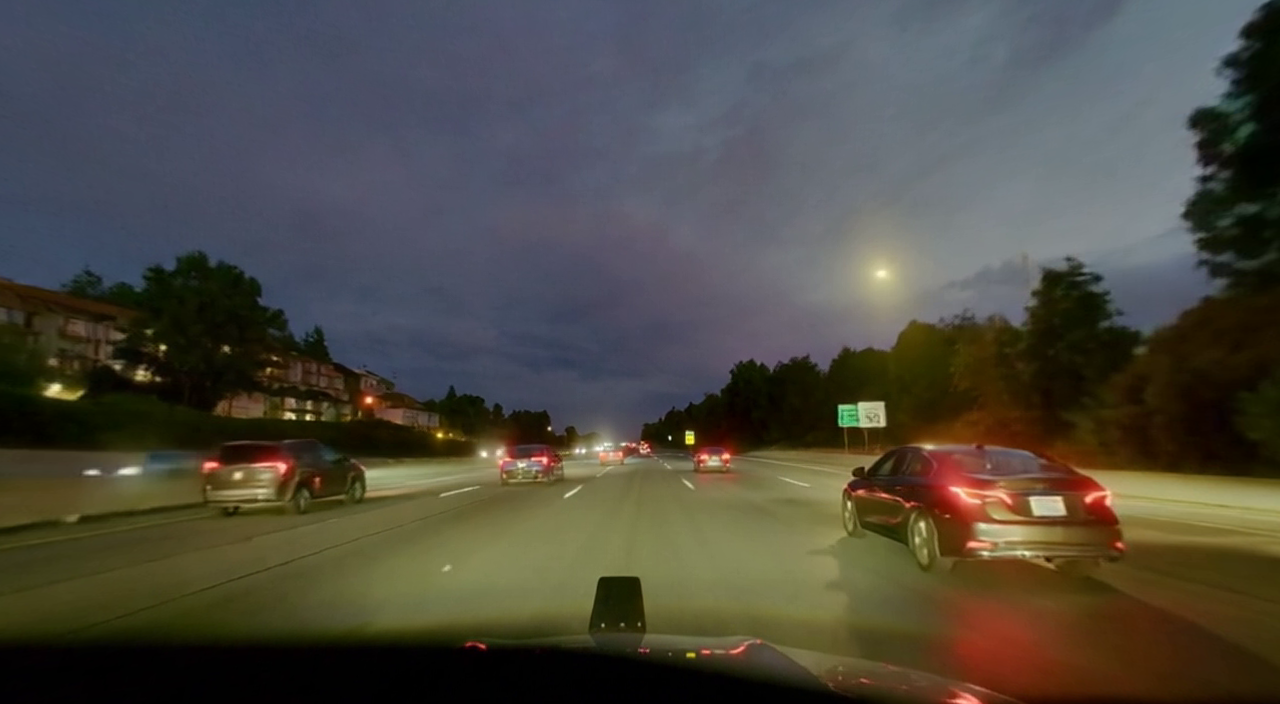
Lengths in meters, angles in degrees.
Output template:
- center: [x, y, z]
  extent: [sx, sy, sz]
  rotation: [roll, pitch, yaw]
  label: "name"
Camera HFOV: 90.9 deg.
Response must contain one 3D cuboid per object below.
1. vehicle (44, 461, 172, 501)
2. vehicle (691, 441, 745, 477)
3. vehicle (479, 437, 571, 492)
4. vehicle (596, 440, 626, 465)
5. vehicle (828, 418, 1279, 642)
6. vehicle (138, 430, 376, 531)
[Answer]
- center: [-23.245, 5.620, 27.824]
  extent: [1.789, 1.458, 4.362]
  rotation: [0, -8, 1]
  label: "vehicle"
- center: [3.320, 4.641, 27.576]
  extent: [1.854, 1.438, 3.954]
  rotation: [0, -8, 0]
  label: "vehicle"
- center: [-3.609, 3.612, 20.636]
  extent: [2.136, 1.571, 4.285]
  rotation: [0, -8, 1]
  label: "vehicle"
- center: [-2.142, 7.614, 47.919]
  extent: [2.183, 1.764, 4.134]
  rotation: [0, -8, -1]
  label: "vehicle"
- center: [3.556, 1.525, 6.506]
  extent: [1.912, 1.509, 4.291]
  rotation: [0, -8, 0]
  label: "vehicle"
- center: [-7.348, 2.475, 12.789]
  extent: [2.057, 1.681, 4.277]
  rotation: [0, -8, 1]
  label: "vehicle"
